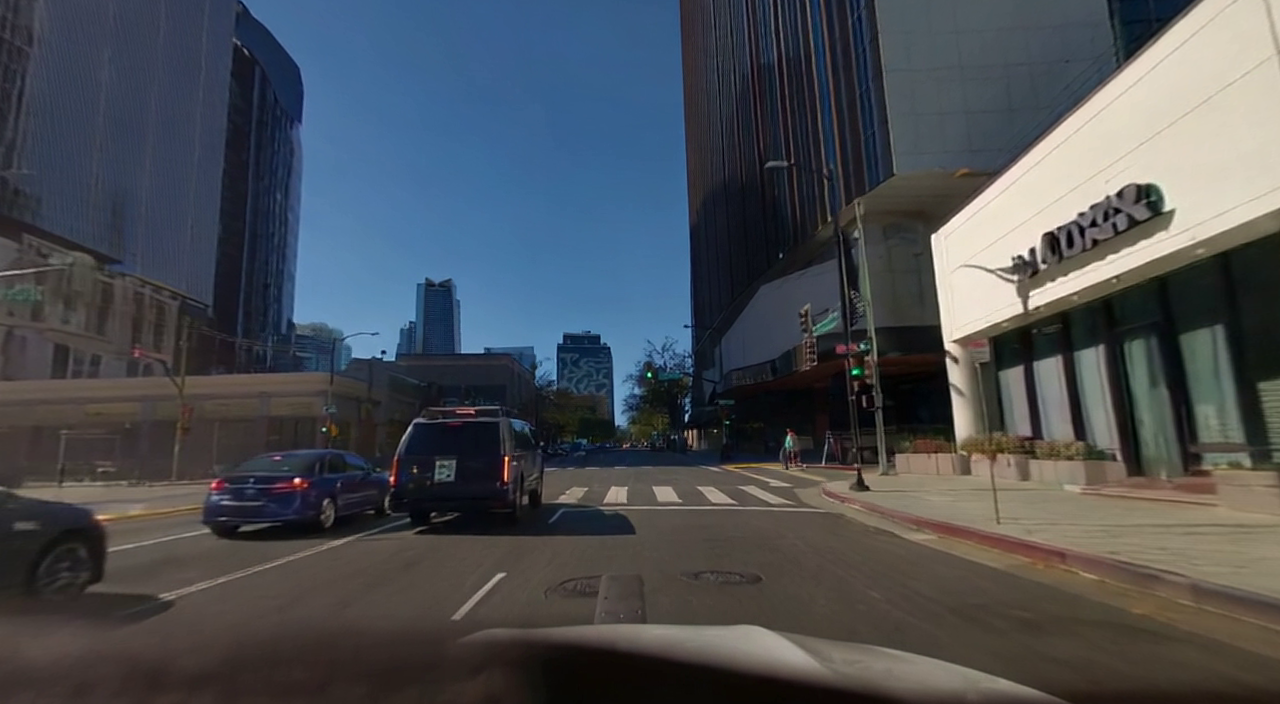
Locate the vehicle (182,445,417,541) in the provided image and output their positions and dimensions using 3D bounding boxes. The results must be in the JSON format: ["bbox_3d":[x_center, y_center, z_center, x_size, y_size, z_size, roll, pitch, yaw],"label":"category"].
[{"bbox_3d":[-6.029,2.494,11.980,1.982,1.452,4.463,0,-8,0],"label":"vehicle"}]

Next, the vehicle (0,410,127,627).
[{"bbox_3d":[-6.028,1.110,3.682,2.228,1.652,4.593,0,-8,-1],"label":"vehicle"}]

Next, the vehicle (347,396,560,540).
[{"bbox_3d":[-3.138,2.144,12.293,2.496,2.155,5.468,0,-8,0],"label":"vehicle"}]
